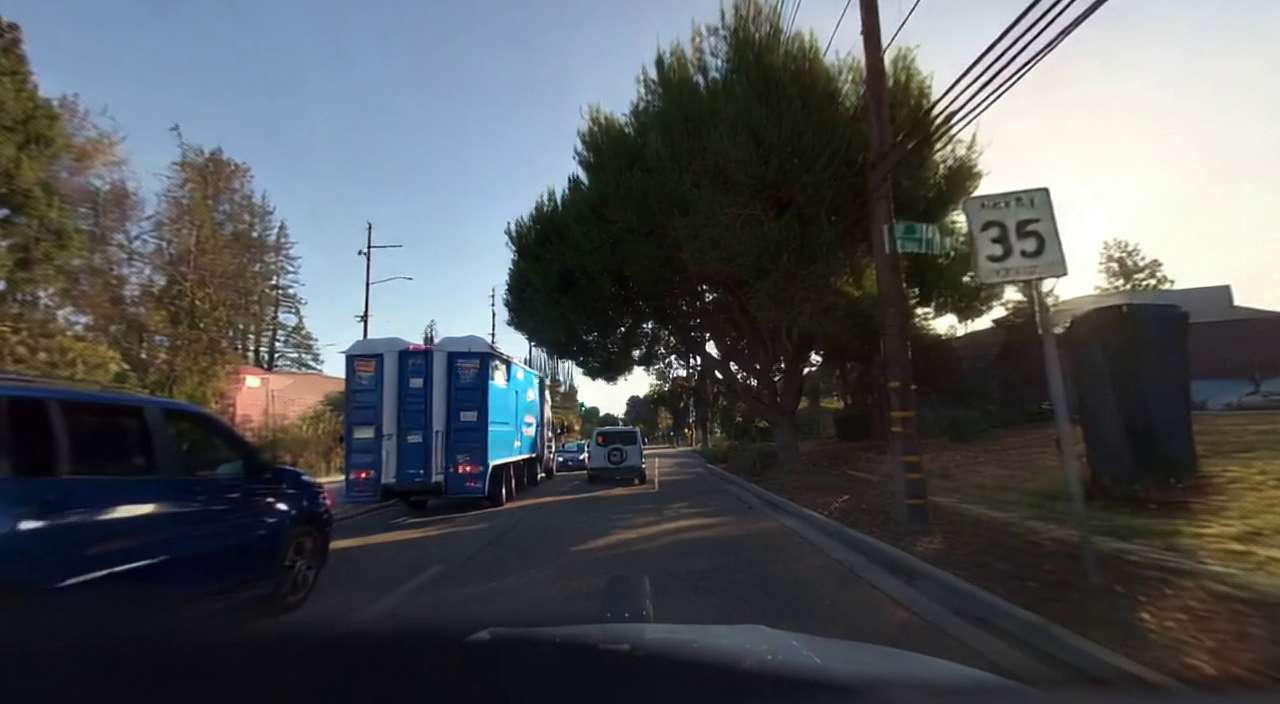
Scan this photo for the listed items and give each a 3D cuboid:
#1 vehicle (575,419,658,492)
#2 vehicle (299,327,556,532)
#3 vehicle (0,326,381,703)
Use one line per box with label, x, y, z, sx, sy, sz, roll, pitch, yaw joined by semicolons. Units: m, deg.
vehicle;-0.649;2.982;18.369;2.117;1.861;4.095;0;-8;-1
vehicle;-4.067;1.847;14.574;3.120;3.393;7.945;1;-8;0
vehicle;-3.492;0.958;3.274;2.187;1.821;4.748;0;-8;1
